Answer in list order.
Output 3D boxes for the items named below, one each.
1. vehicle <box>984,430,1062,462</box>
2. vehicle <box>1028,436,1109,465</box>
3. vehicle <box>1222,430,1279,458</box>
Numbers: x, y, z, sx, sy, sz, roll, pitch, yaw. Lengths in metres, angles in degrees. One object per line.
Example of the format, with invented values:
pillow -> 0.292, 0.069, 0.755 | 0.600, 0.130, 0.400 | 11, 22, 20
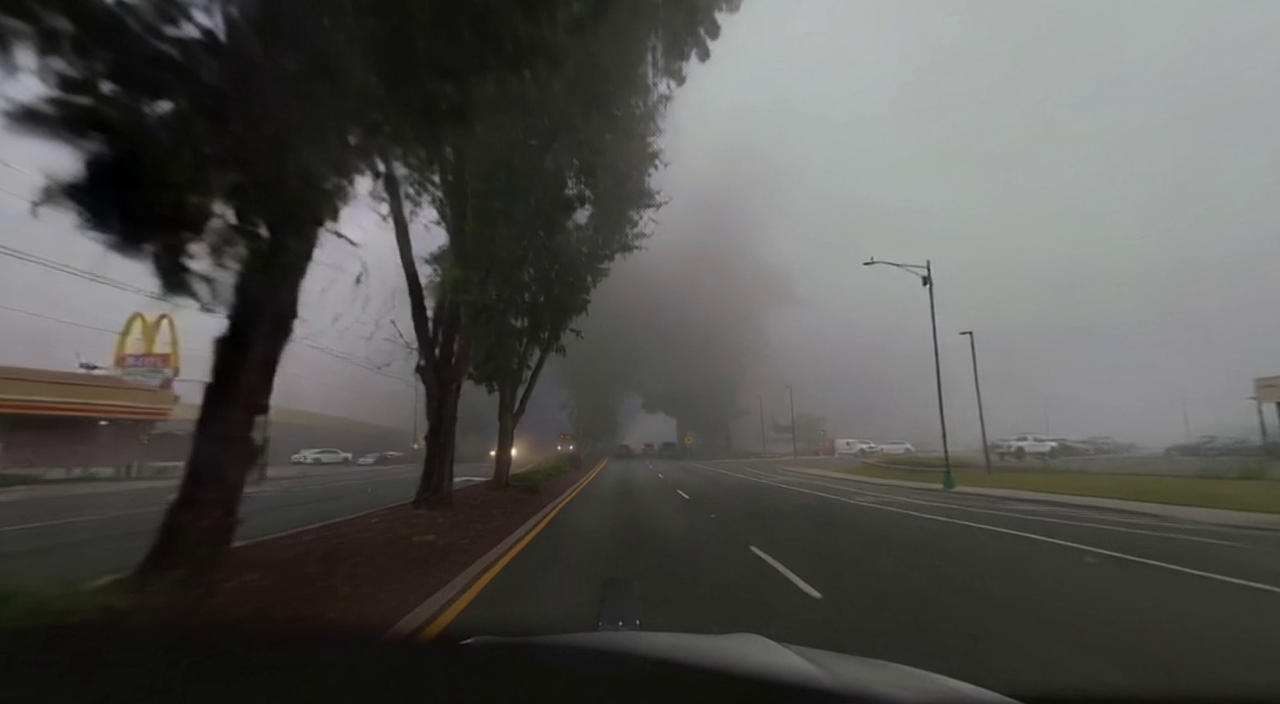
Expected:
vehicle -> 24.428, 6.034, 40.553 | 2.136, 1.872, 4.695 | -2, -9, 2
vehicle -> 27.149, 6.244, 40.241 | 2.066, 1.655, 4.485 | -2, -8, 1
vehicle -> 40.804, 5.919, 40.655 | 2.228, 1.745, 4.652 | 0, -8, 1
